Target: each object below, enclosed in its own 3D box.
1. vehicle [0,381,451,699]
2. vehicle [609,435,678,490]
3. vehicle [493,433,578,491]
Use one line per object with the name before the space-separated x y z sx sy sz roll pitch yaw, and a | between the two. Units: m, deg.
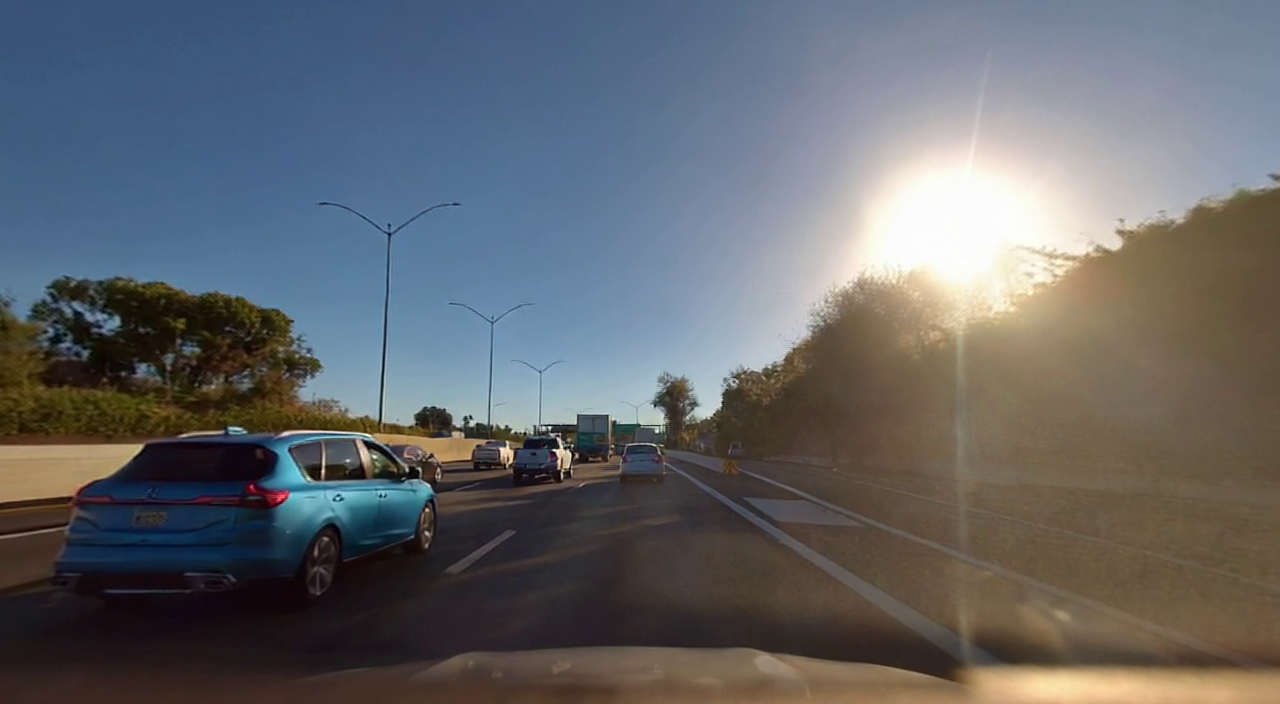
vehicle | -3.497 1.333 5.641 2.209 1.711 4.296 0 -8 1
vehicle | 0.138 3.774 21.917 2.180 1.716 3.920 0 -8 1
vehicle | -3.515 3.798 22.157 2.125 1.792 4.466 0 -8 1
